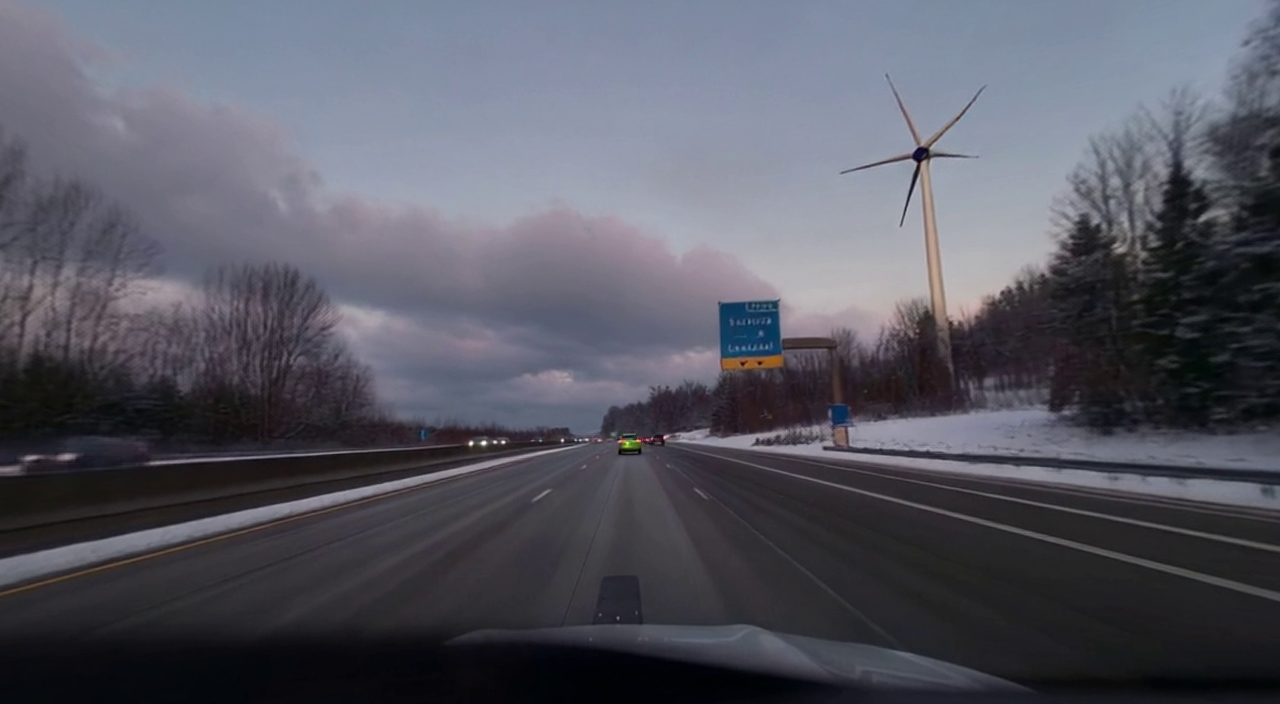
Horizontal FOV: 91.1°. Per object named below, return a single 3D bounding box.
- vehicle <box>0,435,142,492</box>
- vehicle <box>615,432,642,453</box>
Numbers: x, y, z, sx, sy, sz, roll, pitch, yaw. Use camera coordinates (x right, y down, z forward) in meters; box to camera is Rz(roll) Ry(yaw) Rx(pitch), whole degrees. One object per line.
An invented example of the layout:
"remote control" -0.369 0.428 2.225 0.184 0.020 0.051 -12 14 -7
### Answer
"vehicle" -19.990 3.764 21.763 1.937 1.726 4.368 0 -8 -1
"vehicle" -0.892 6.762 47.013 1.892 1.496 3.575 0 -8 -2
